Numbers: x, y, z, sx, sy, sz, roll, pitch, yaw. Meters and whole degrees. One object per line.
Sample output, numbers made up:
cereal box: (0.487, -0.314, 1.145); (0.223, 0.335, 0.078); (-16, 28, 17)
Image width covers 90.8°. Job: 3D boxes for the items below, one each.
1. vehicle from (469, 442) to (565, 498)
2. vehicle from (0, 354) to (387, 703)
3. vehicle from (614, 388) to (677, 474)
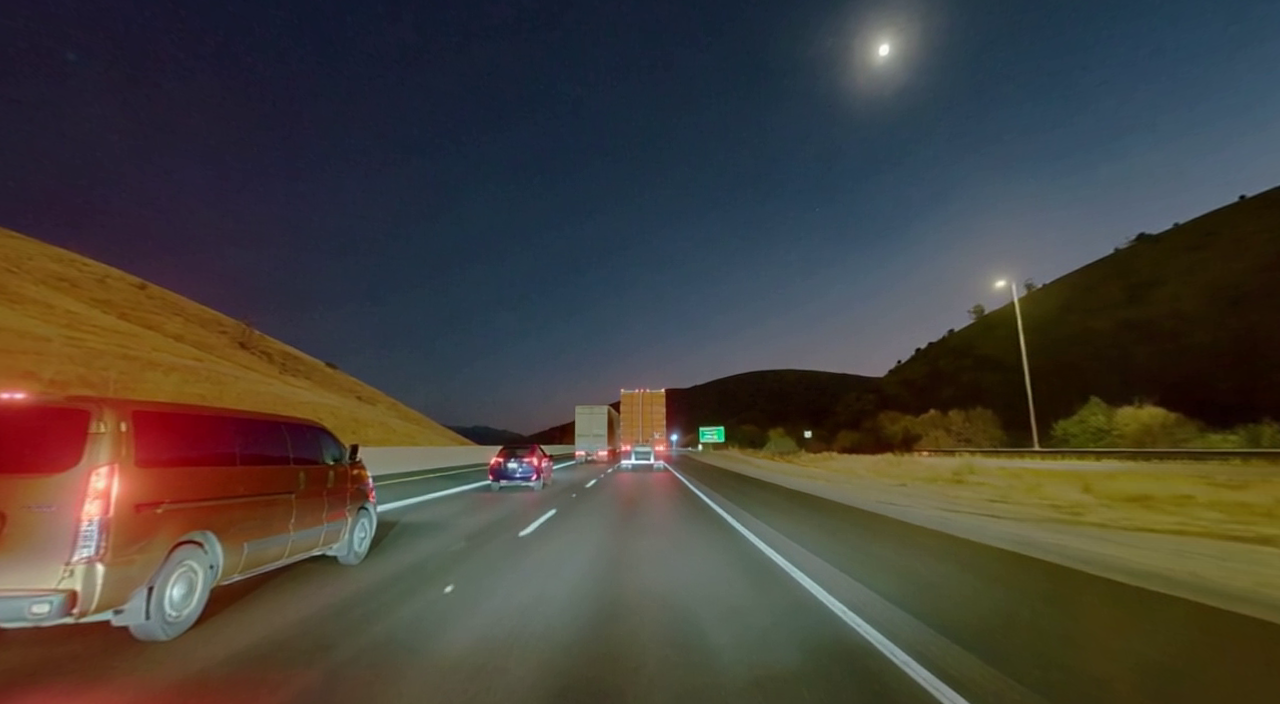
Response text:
vehicle: (-3.513, 3.425, 18.808); (1.950, 1.446, 4.224); (0, -8, 1)
vehicle: (-4.146, 1.196, 5.017); (2.136, 1.779, 4.875); (0, -8, 1)
vehicle: (0.391, 4.496, 35.039); (2.913, 3.988, 10.874); (0, -8, 1)
